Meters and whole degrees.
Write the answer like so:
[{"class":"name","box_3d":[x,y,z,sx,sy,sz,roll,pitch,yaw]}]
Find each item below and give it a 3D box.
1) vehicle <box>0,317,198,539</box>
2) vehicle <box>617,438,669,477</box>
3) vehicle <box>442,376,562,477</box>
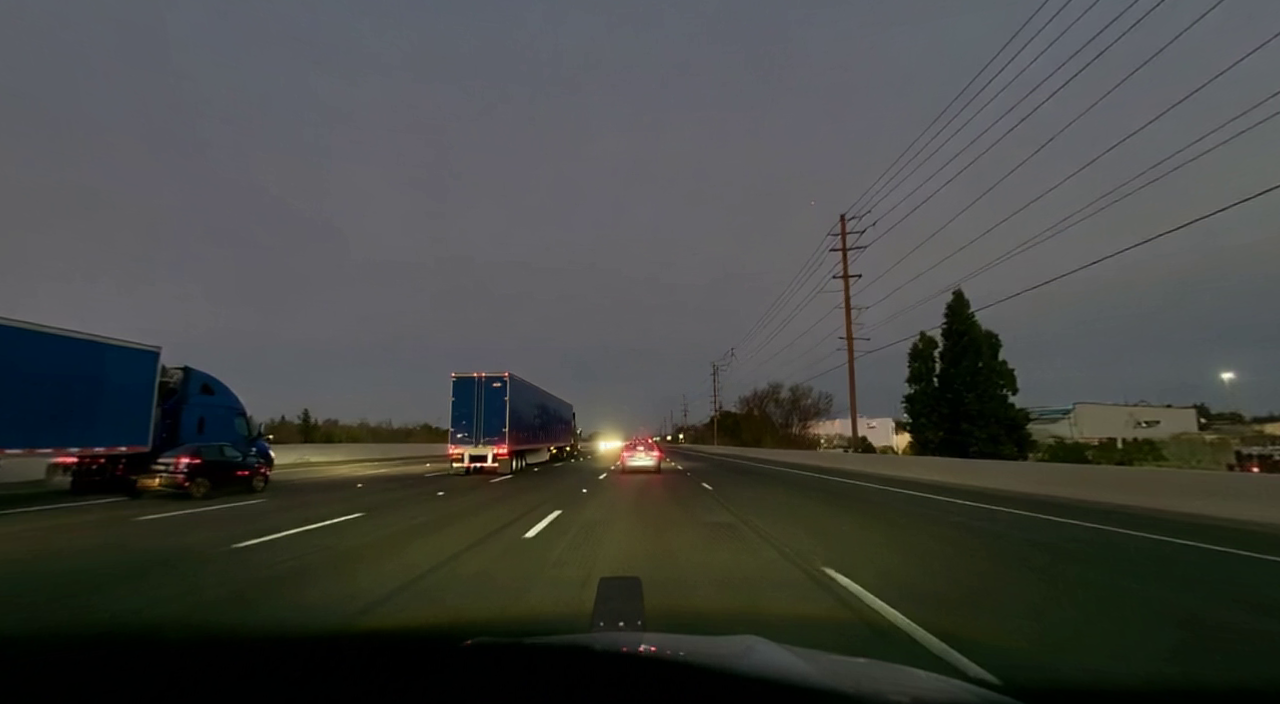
[{"class":"vehicle","box_3d":[-10.607,0.959,8.097,2.896,3.140,9.491,0,-8,0]},{"class":"vehicle","box_3d":[0.087,4.499,27.164,2.055,1.514,4.323,0,-8,0]},{"class":"vehicle","box_3d":[-6.516,4.132,33.198,2.907,4.081,15.311,0,-8,0]}]
